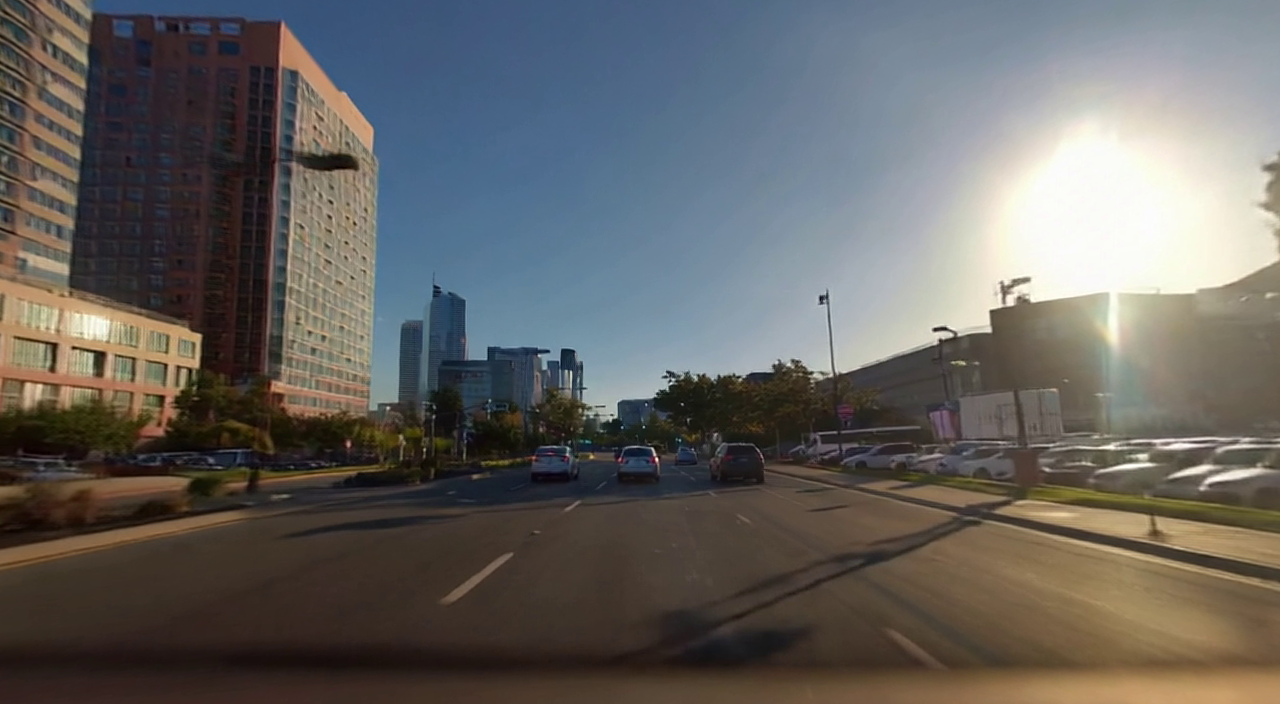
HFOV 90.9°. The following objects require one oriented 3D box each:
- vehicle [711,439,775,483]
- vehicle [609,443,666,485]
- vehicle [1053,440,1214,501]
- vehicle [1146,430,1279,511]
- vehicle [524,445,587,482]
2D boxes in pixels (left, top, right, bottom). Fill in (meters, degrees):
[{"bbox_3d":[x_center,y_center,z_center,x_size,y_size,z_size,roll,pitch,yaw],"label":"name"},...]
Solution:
[{"bbox_3d":[4.281,4.604,26.915,2.007,1.683,4.171,0,-9,0],"label":"vehicle"},{"bbox_3d":[-0.082,4.404,25.037,2.059,1.477,3.988,-1,-9,0],"label":"vehicle"},{"bbox_3d":[13.726,3.245,17.531,3.892,1.447,1.956,3,-10,-28],"label":"vehicle"},{"bbox_3d":[14.209,2.708,14.887,4.172,1.648,1.922,4,-10,-29],"label":"vehicle"},{"bbox_3d":[-3.613,4.870,27.809,2.029,1.482,4.591,-1,-9,2],"label":"vehicle"}]
